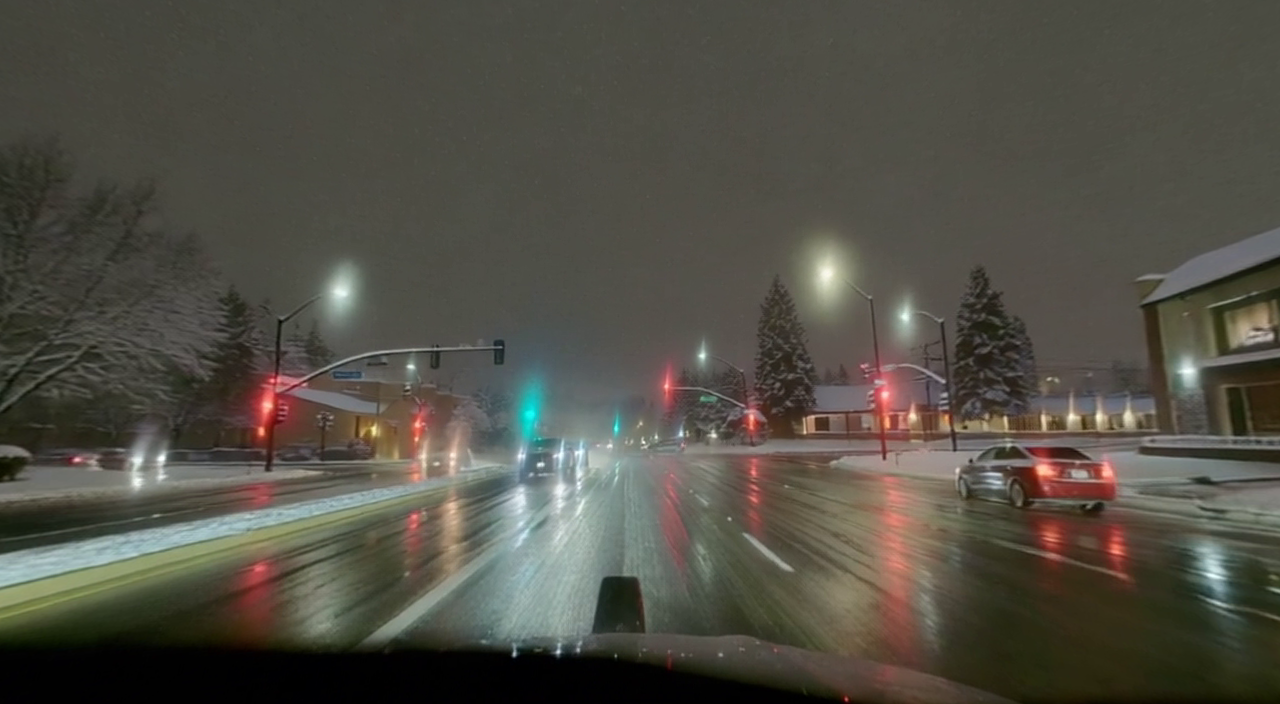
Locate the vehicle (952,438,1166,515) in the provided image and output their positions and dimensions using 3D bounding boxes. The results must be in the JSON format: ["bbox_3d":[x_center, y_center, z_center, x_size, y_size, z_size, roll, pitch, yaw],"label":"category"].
[{"bbox_3d":[9.119,2.711,14.311,1.936,1.460,4.258,0,-8,0],"label":"vehicle"}]

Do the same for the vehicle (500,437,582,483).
[{"bbox_3d":[-3.431,3.853,22.897,2.121,1.481,4.708,0,-8,1],"label":"vehicle"}]

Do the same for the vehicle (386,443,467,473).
[{"bbox_3d":[-11.438,5.662,34.160,1.873,1.485,4.382,-3,-9,17],"label":"vehicle"}]

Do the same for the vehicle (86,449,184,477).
[{"bbox_3d":[-30.006,6.543,37.523,5.228,1.539,2.009,-3,-9,21],"label":"vehicle"}]
